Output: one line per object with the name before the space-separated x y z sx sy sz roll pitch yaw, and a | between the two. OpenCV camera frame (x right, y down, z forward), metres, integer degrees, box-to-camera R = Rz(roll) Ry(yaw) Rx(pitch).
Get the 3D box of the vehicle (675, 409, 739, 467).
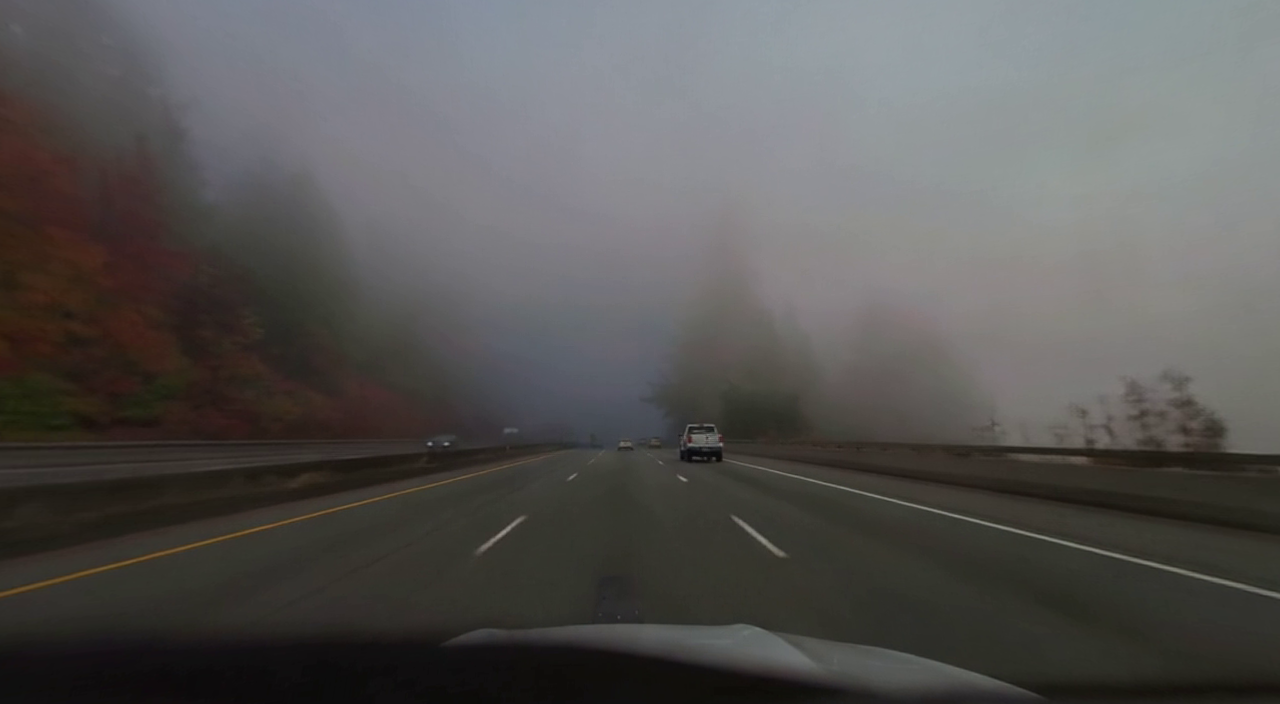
vehicle | 3.200 4.271 31.374 2.411 2.614 5.781 0 -8 -2
